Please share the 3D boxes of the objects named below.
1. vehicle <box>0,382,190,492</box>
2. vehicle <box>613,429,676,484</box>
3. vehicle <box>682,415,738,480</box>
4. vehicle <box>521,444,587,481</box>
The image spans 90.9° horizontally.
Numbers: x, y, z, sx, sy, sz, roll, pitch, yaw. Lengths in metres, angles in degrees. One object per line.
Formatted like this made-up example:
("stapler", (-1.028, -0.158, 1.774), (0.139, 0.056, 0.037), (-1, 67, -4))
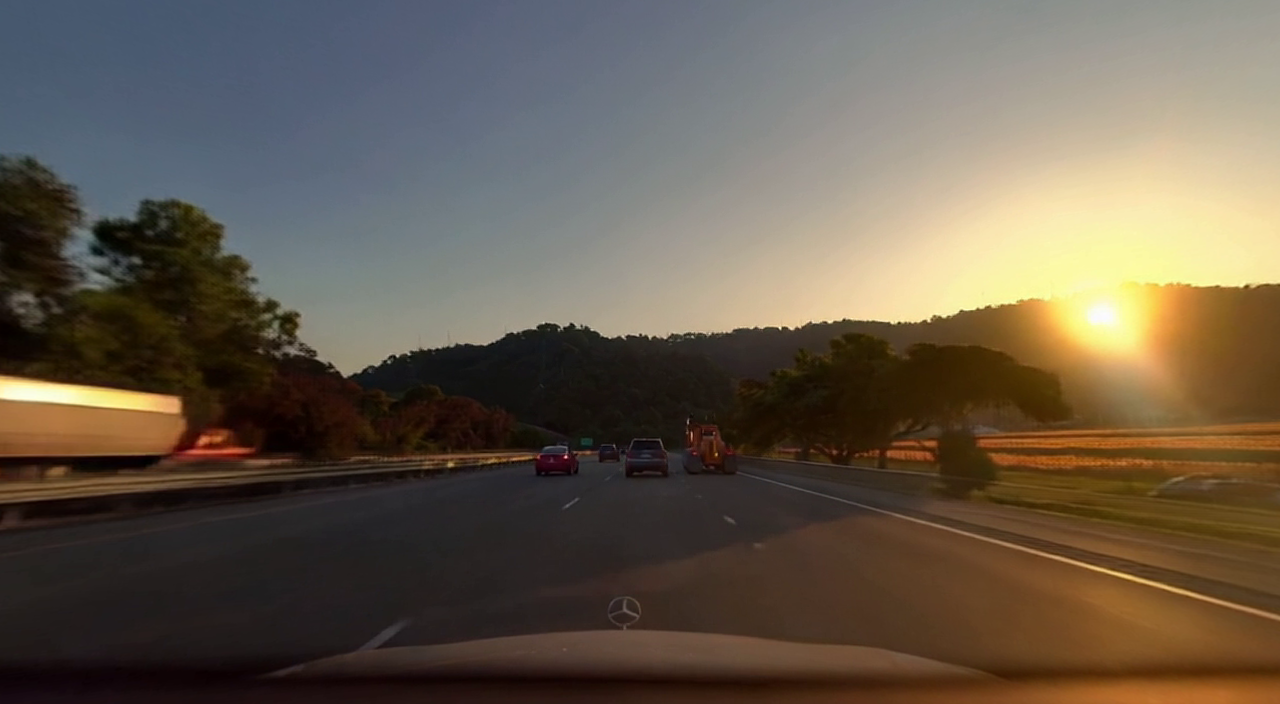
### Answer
("vehicle", (-25.193, 3.653, 26.648), (2.810, 4.052, 12.776), (0, -9, 0))
("vehicle", (0.197, 4.176, 25.476), (2.308, 1.993, 4.631), (0, -8, 1))
("vehicle", (4.470, 6.374, 42.228), (2.793, 3.828, 9.580), (0, -9, 1))
("vehicle", (-3.636, 4.759, 27.420), (2.096, 1.469, 4.319), (0, -8, 2))
